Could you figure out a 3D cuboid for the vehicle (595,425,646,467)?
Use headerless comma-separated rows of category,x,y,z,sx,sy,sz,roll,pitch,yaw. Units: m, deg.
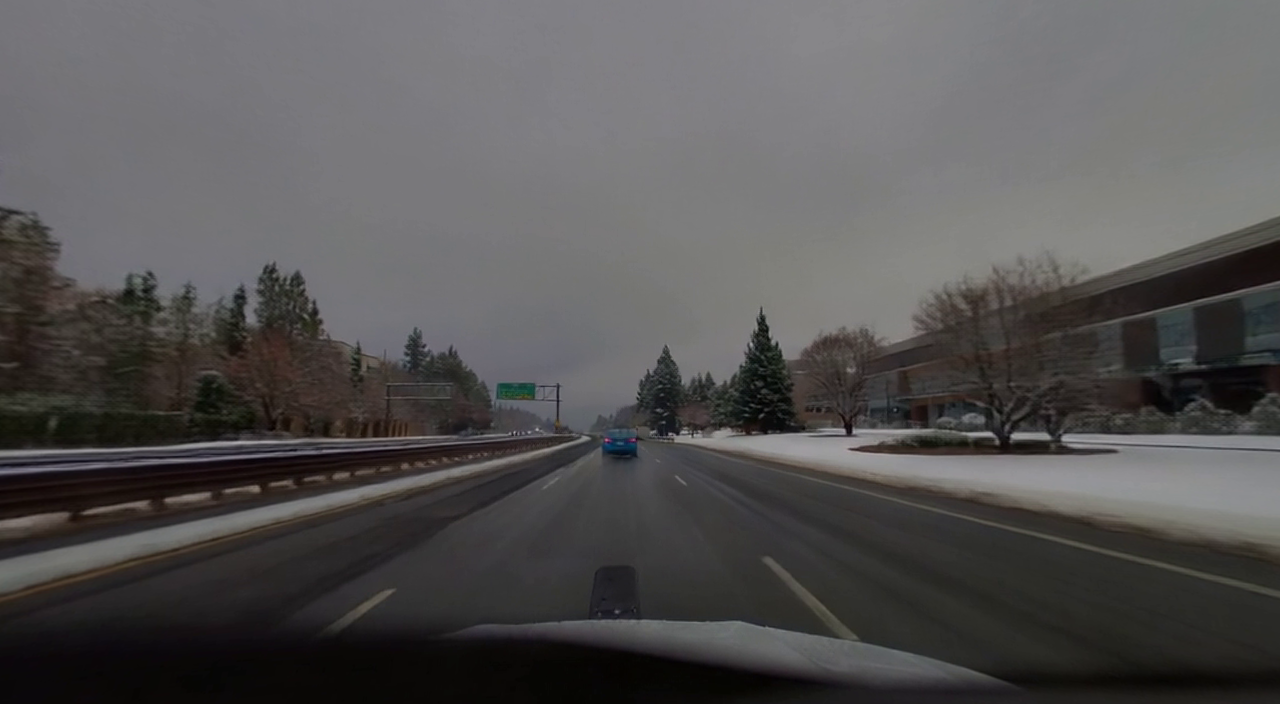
vehicle,-0.813,3.930,26.613,2.020,1.633,3.942,0,-8,-2
